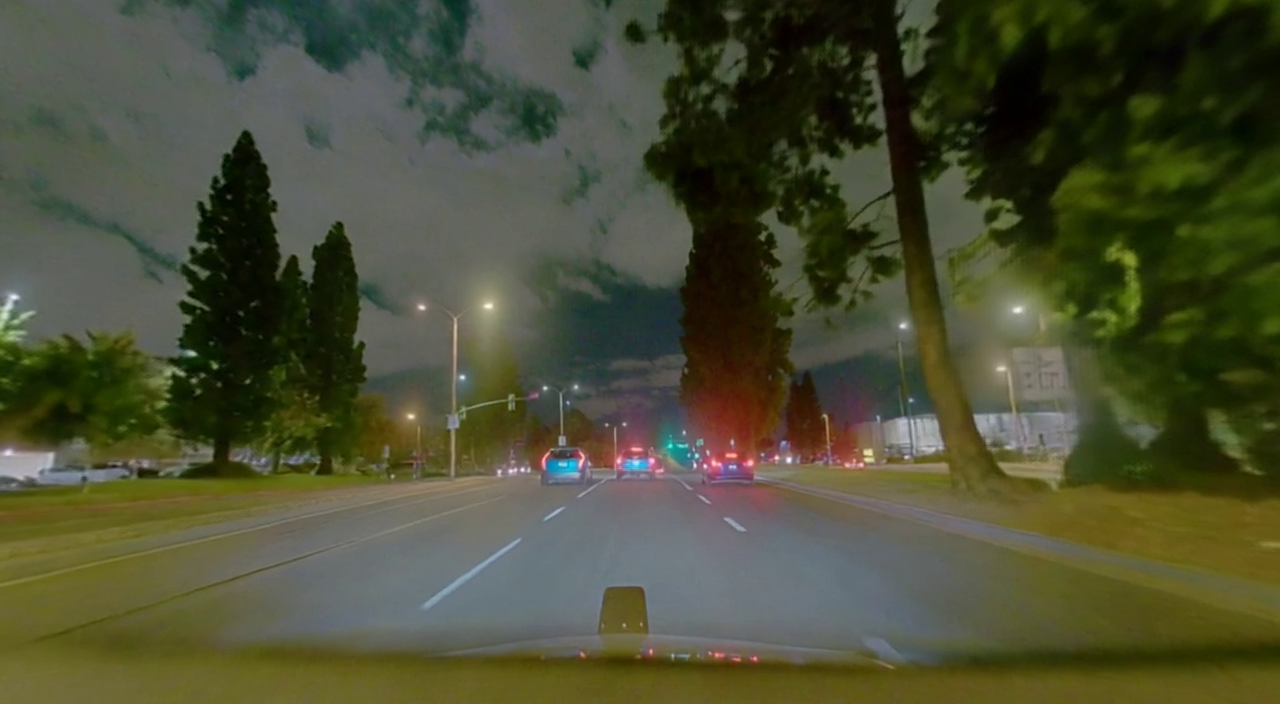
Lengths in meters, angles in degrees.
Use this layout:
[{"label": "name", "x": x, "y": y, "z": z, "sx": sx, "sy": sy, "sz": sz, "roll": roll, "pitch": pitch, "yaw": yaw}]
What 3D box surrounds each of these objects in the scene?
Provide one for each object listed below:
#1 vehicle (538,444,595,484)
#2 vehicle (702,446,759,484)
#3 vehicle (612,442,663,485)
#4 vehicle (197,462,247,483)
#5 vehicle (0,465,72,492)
[{"label": "vehicle", "x": -3.380, "y": 5.252, "z": 29.968, "sx": 2.047, "sy": 1.710, "sz": 4.314, "roll": 0, "pitch": -8, "yaw": 2}, {"label": "vehicle", "x": 3.934, "y": 4.973, "z": 28.101, "sx": 1.847, "sy": 1.554, "sz": 4.052, "roll": 0, "pitch": -8, "yaw": -1}, {"label": "vehicle", "x": -0.050, "y": 4.768, "z": 27.247, "sx": 2.022, "sy": 1.700, "sz": 4.084, "roll": 0, "pitch": -8, "yaw": 2}, {"label": "vehicle", "x": -32.257, "y": 9.292, "z": 48.783, "sx": 1.742, "sy": 1.411, "sz": 4.415, "roll": 2, "pitch": -9, "yaw": -13}, {"label": "vehicle", "x": -39.649, "y": 8.168, "z": 40.952, "sx": 1.750, "sy": 1.462, "sz": 4.400, "roll": 1, "pitch": -8, "yaw": -6}]
